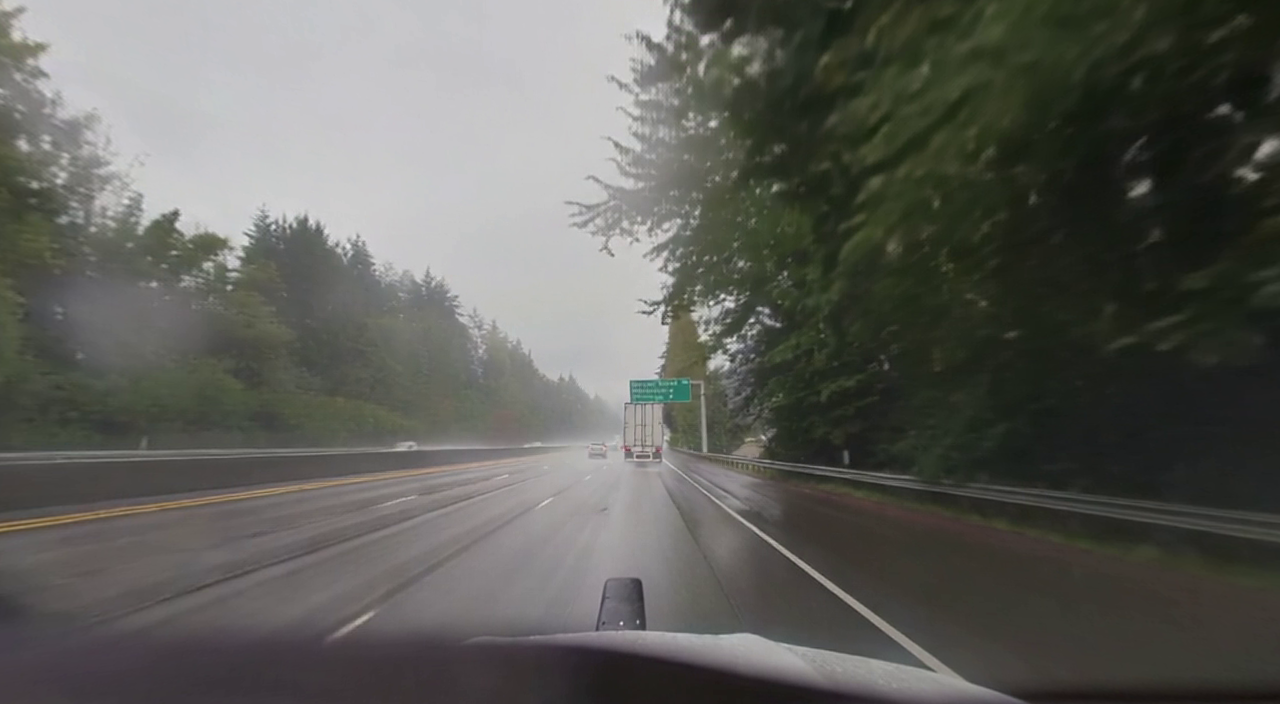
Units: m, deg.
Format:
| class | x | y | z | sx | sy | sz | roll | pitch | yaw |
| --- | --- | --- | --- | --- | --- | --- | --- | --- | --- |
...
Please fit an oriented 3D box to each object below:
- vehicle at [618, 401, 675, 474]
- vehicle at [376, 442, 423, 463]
| class | x | y | z | sx | sy | sz | roll | pitch | yaw |
| --- | --- | --- | --- | --- | --- | --- | --- | --- | --- |
| vehicle | 0.198 | 5.424 | 39.138 | 2.976 | 3.800 | 12.335 | 0 | -9 | -1 |
| vehicle | -18.793 | 7.878 | 49.472 | 1.851 | 1.475 | 4.593 | 0 | -9 | 0 |
